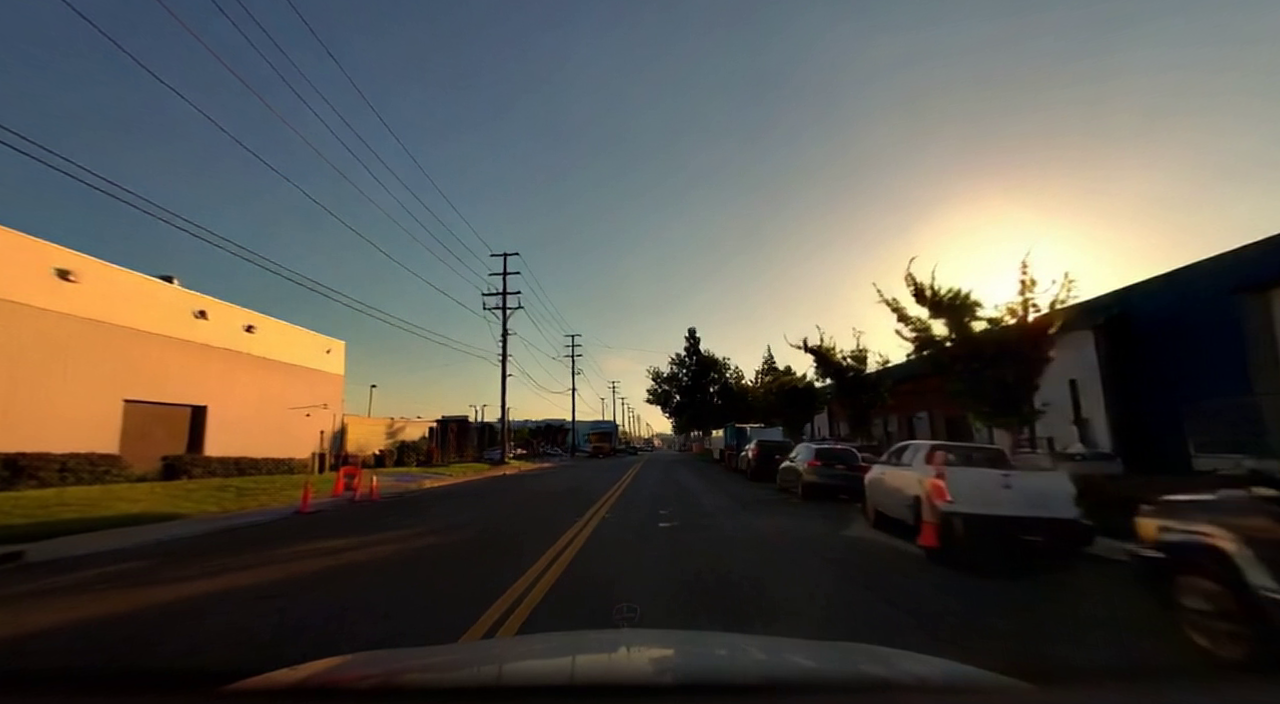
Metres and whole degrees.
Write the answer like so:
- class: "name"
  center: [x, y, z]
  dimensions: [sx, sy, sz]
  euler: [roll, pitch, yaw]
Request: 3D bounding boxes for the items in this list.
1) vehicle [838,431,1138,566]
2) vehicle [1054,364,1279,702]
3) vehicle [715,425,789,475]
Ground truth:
- class: "vehicle"
  center: [4.557, 1.956, 9.332]
  dimensions: [1.878, 1.455, 4.671]
  euler: [-1, -8, 2]
- class: "vehicle"
  center: [4.392, 0.807, 2.338]
  dimensions: [2.009, 1.776, 5.440]
  euler: [0, -8, 0]
- class: "vehicle"
  center: [4.932, 4.434, 28.768]
  dimensions: [2.425, 1.977, 5.915]
  euler: [-1, -8, 2]
